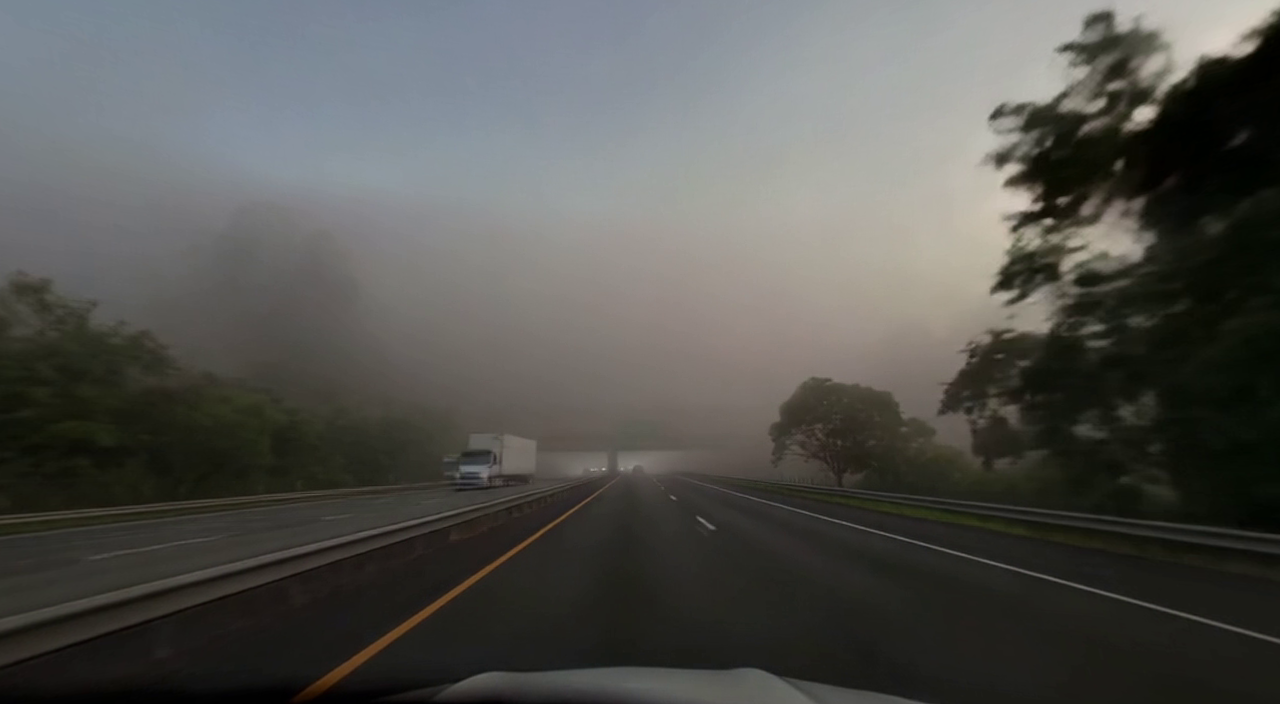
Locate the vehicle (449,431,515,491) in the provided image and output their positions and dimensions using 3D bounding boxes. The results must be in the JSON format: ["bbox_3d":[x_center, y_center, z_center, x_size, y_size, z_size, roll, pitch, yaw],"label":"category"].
[{"bbox_3d":[-11.339,7.991,45.997,3.027,3.994,6.031,1,-10,1],"label":"vehicle"}]
